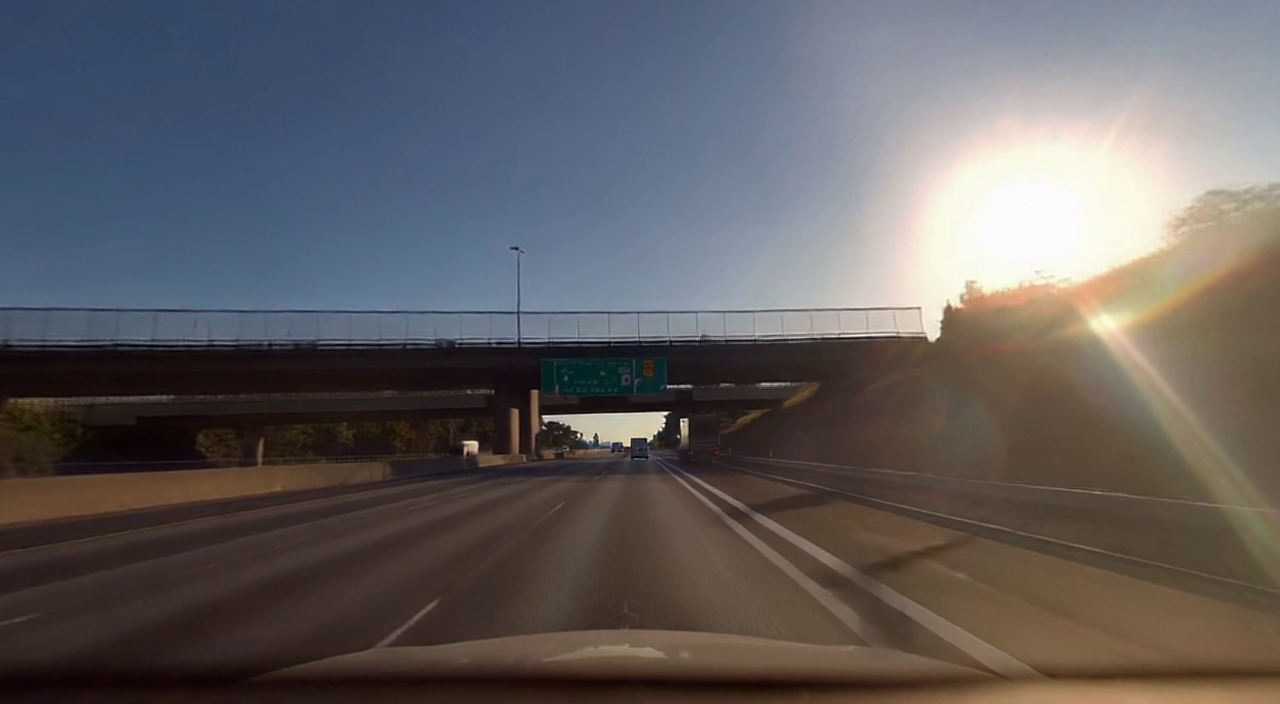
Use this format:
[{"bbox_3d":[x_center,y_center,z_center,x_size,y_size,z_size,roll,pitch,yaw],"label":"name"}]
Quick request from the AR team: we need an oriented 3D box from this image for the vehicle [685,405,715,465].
[{"bbox_3d":[4.144,5.879,44.203,1.697,3.935,4.195,-1,-9,1],"label":"vehicle"}]
